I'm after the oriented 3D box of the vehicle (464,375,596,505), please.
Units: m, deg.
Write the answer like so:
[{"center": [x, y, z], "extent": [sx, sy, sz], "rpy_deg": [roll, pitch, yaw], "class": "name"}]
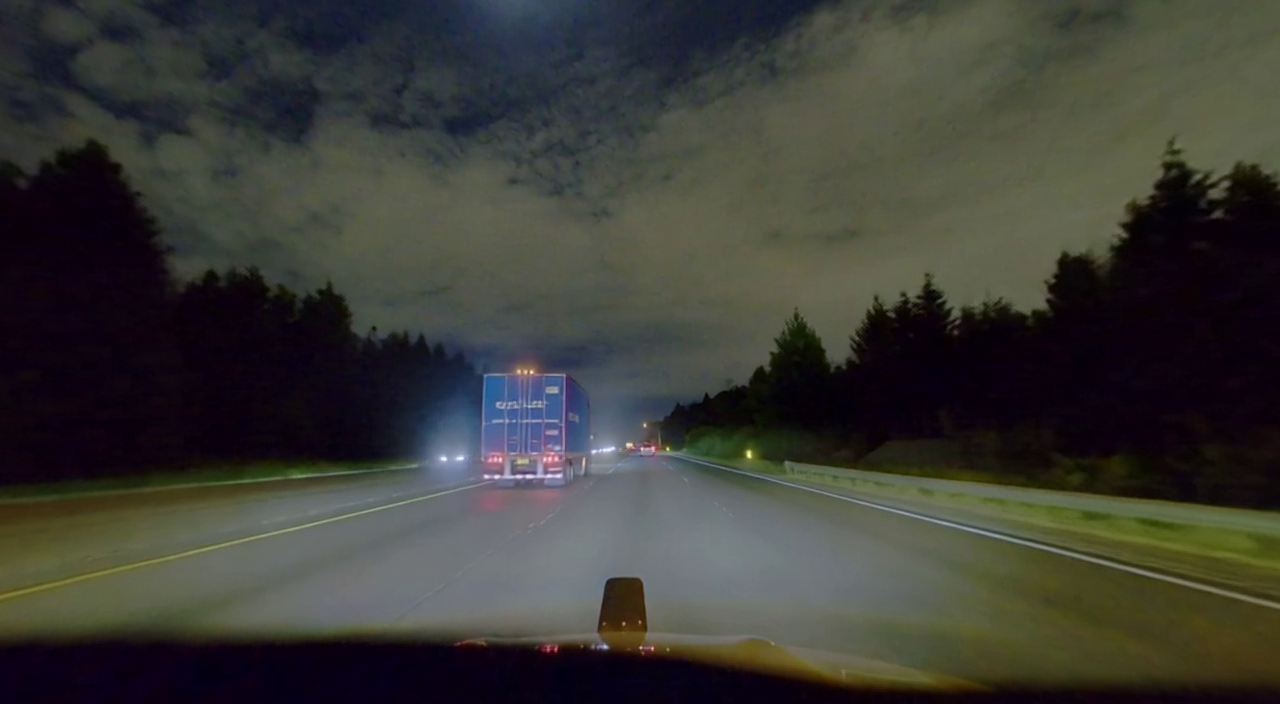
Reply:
[{"center": [-2.907, 2.646, 18.852], "extent": [2.695, 3.151, 6.885], "rpy_deg": [0, -9, 0], "class": "vehicle"}]
